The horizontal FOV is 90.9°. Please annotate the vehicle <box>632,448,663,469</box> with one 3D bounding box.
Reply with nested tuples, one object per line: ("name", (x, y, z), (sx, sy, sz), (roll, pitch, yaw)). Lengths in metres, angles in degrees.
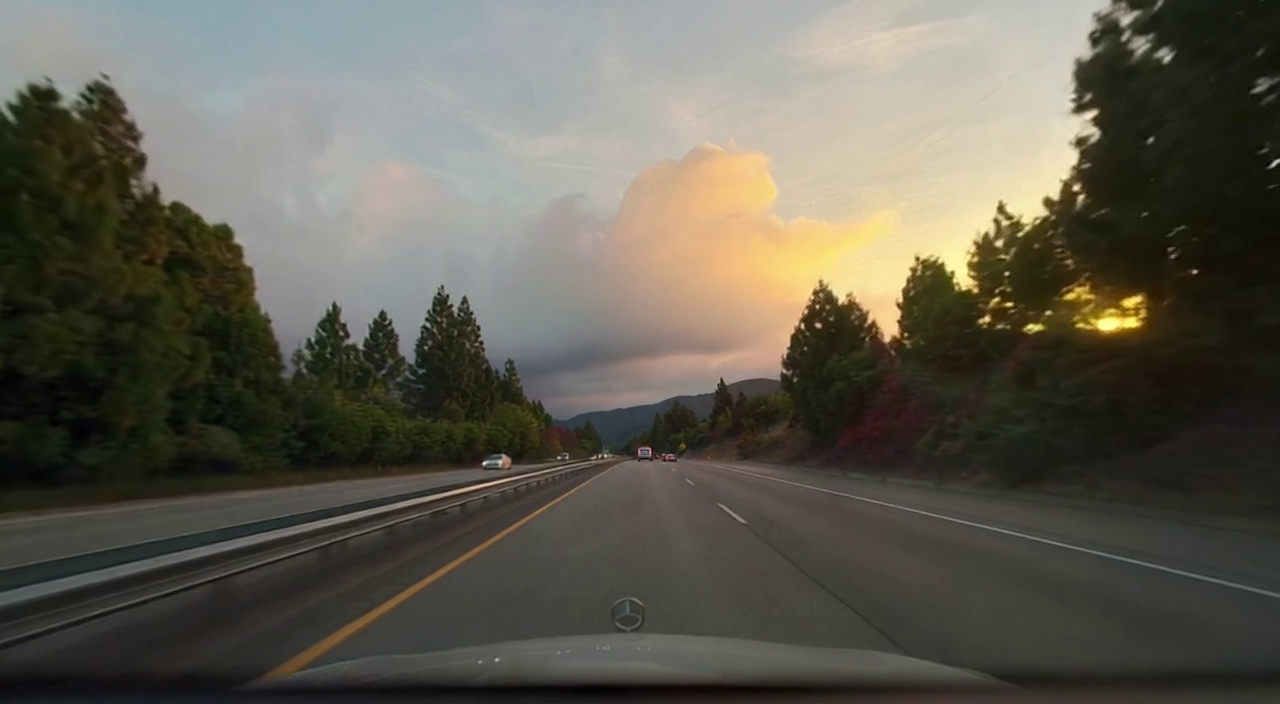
("vehicle", (0.500, 7.788, 46.185), (2.162, 1.492, 3.975), (0, -9, 0))
